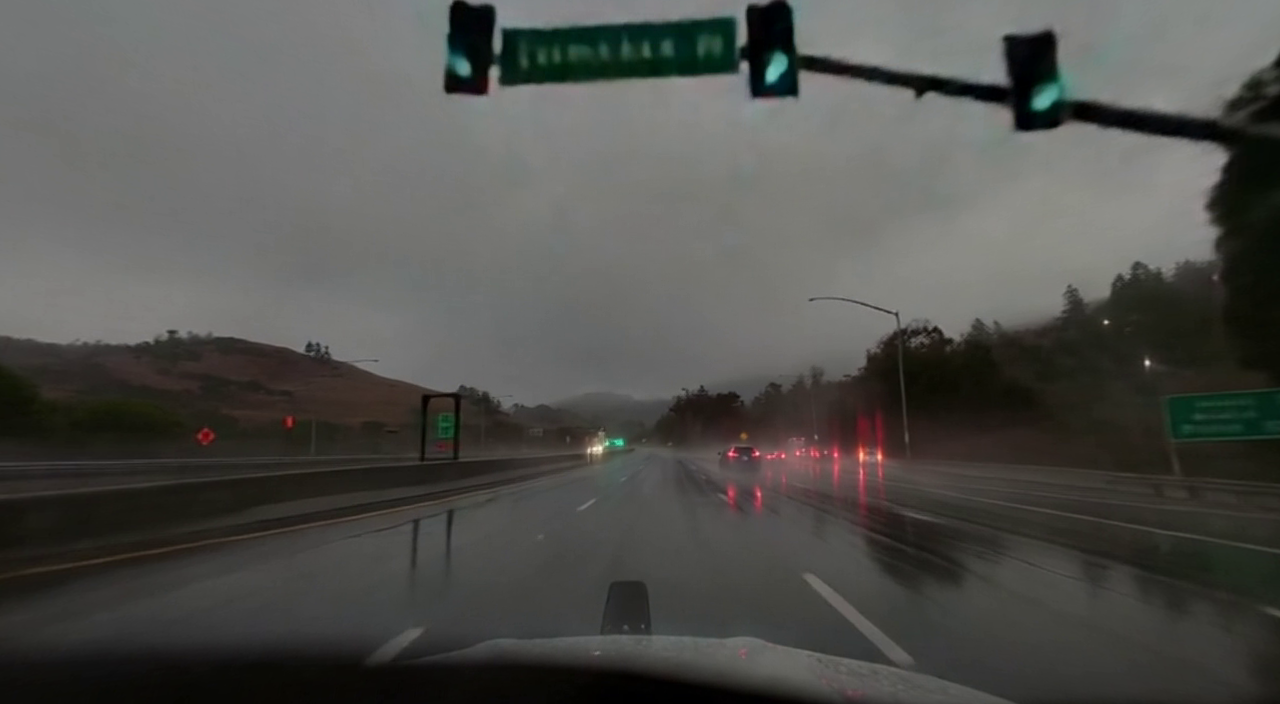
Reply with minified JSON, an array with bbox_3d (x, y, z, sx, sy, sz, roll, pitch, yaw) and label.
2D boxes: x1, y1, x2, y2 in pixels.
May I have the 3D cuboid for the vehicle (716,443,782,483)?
[{"bbox_3d":[4.331,4.453,25.688,1.916,1.469,4.481,0,-8,0],"label":"vehicle"}]
